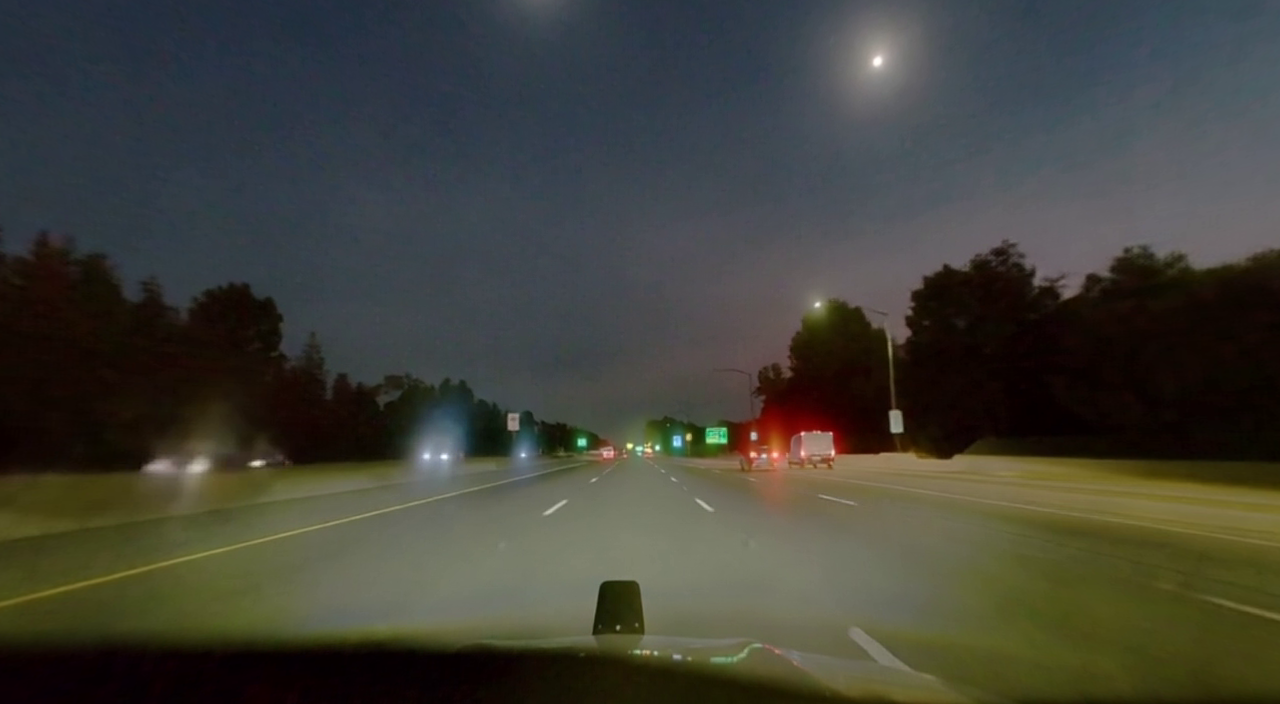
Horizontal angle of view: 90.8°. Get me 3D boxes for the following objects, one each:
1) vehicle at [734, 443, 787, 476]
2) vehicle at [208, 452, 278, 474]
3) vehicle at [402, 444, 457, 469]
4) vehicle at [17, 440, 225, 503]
[{"bbox_3d":[6.691,6.005,35.457,2.081,1.705,3.926,0,-9,-1],"label":"vehicle"},{"bbox_3d":[-28.684,8.013,45.839,2.059,1.506,4.721,-1,-9,0],"label":"vehicle"},{"bbox_3d":[-14.446,7.232,43.660,2.154,1.593,4.857,-1,-9,0],"label":"vehicle"},{"bbox_3d":[-14.114,3.266,17.654,1.983,1.483,4.554,-1,-9,-1],"label":"vehicle"}]
